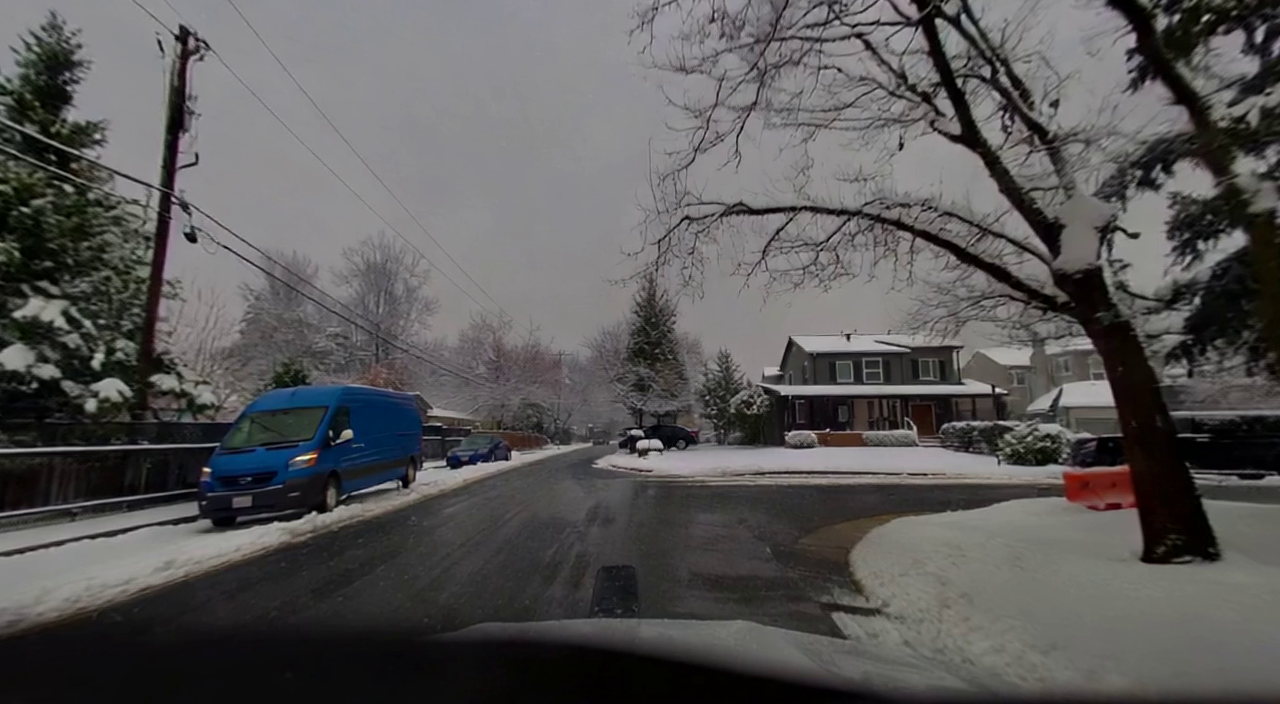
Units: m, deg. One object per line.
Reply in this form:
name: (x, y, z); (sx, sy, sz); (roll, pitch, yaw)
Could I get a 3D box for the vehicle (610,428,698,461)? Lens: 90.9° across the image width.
vehicle: (0.722, 4.431, 30.378); (4.070, 1.436, 1.827); (6, -10, -40)

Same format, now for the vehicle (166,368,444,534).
vehicle: (-6.384, 1.918, 13.470); (2.284, 2.500, 7.006); (-2, -6, -1)

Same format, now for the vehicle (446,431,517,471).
vehicle: (-6.549, 4.125, 26.519); (1.899, 1.524, 4.082); (0, -8, 0)

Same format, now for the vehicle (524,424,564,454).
vehicle: (-6.566, 6.014, 43.608); (2.042, 1.937, 4.960); (0, -8, 0)

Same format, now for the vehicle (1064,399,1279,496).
vehicle: (12.460, 2.117, 14.168); (4.624, 1.924, 2.005); (-5, -9, 31)
